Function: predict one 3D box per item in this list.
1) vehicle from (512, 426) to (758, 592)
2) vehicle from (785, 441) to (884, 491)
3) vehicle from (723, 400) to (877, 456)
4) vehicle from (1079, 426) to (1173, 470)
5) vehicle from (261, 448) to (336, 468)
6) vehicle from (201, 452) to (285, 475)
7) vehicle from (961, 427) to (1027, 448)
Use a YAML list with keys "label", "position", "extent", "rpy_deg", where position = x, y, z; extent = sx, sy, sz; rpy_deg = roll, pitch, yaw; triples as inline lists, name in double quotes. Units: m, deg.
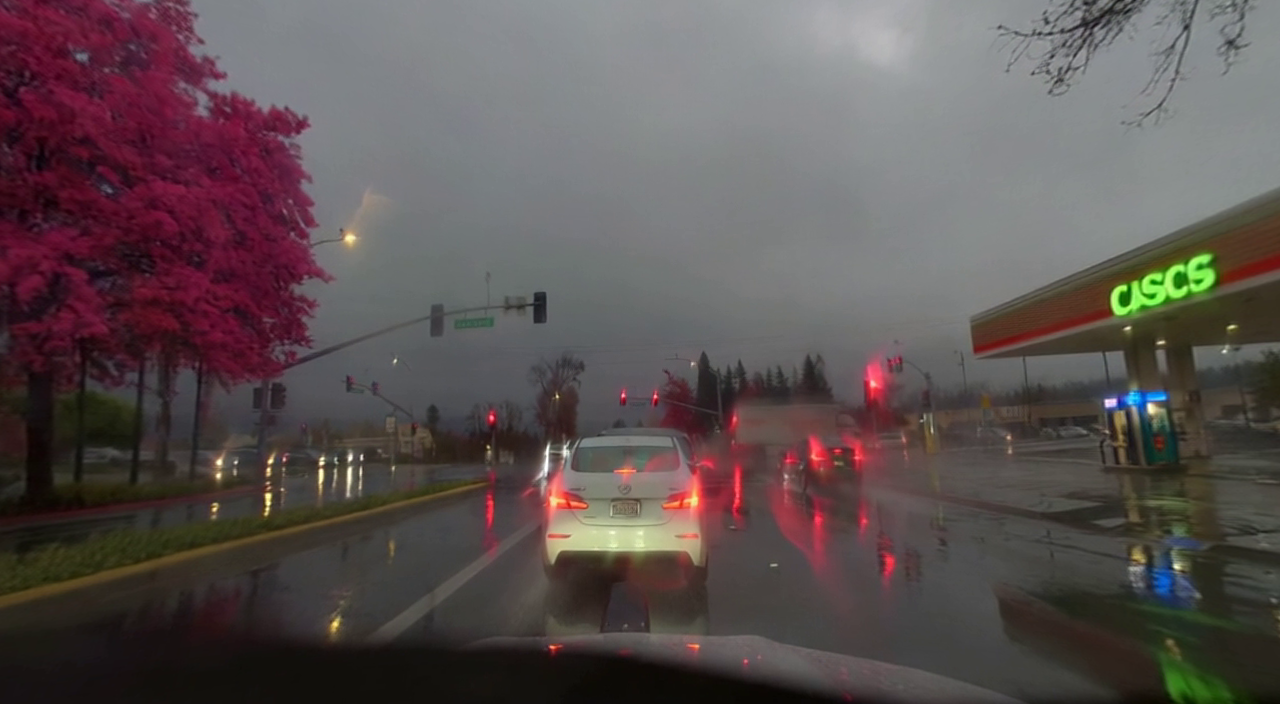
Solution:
- label: "vehicle"
  position: [-0.073, 1.722, 7.791]
  extent: [2.213, 1.482, 4.057]
  rpy_deg: [0, -8, -1]
- label: "vehicle"
  position: [6.434, 3.807, 21.433]
  extent: [1.942, 1.511, 4.390]
  rpy_deg: [0, -8, 0]
- label: "vehicle"
  position: [11.967, 5.943, 48.174]
  extent: [10.890, 3.868, 3.021]
  rpy_deg: [-6, -10, 33]
- label: "vehicle"
  position: [18.550, 3.626, 23.988]
  extent: [4.300, 1.495, 2.053]
  rpy_deg: [8, -12, -43]
- label: "vehicle"
  position: [-26.777, 8.303, 49.458]
  extent: [4.806, 1.472, 1.886]
  rpy_deg: [-1, -8, 5]
- label: "vehicle"
  position: [-26.490, 7.413, 42.079]
  extent: [4.609, 1.465, 1.944]
  rpy_deg: [-2, -9, 11]
- label: "vehicle"
  position: [27.440, 6.679, 48.931]
  extent: [3.968, 1.572, 1.740]
  rpy_deg: [0, -9, 3]
